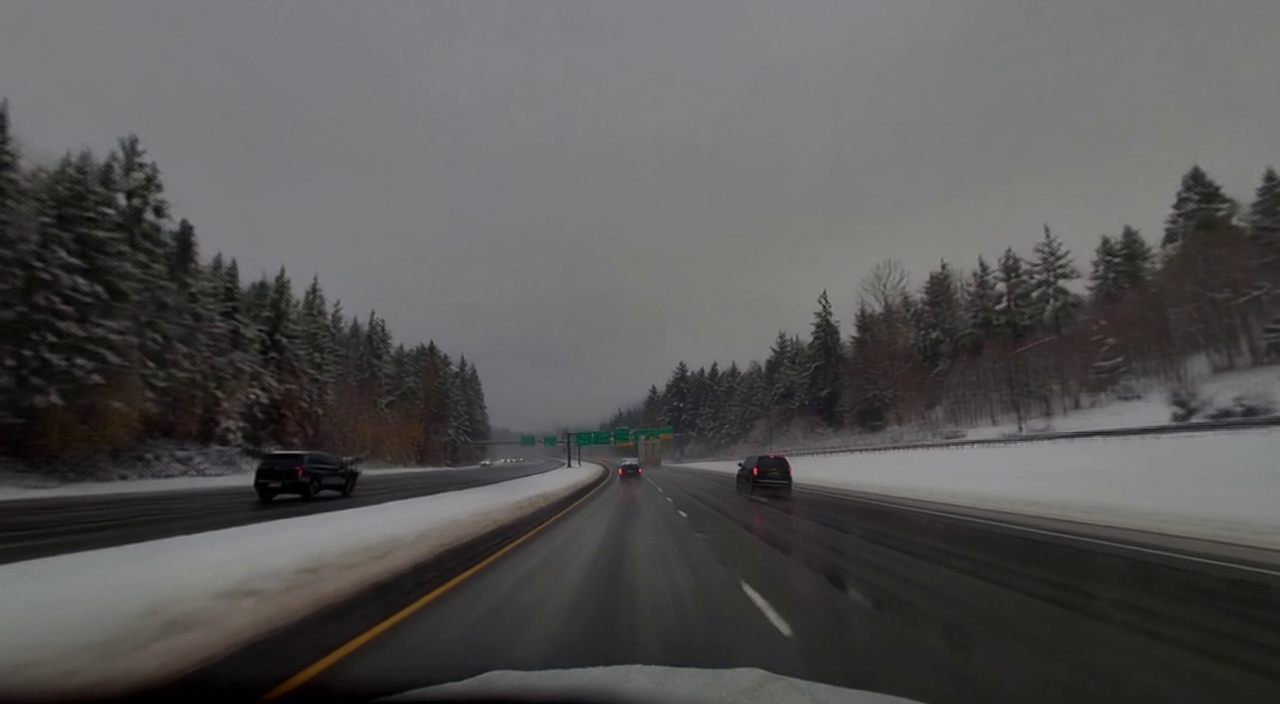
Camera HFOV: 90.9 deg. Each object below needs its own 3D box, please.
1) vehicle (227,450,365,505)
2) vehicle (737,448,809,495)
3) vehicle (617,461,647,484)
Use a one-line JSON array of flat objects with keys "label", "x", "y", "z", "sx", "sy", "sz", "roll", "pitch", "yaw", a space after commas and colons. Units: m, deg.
[{"label": "vehicle", "x": -11.538, "y": 4.274, "z": 21.635, "sx": 1.952, "sy": 1.618, "sz": 4.859, "roll": 1, "pitch": -10, "yaw": 0}, {"label": "vehicle", "x": 5.581, "y": 5.127, "z": 27.138, "sx": 1.998, "sy": 1.776, "sz": 4.663, "roll": 1, "pitch": -10, "yaw": -1}, {"label": "vehicle", "x": -0.610, "y": 8.461, "z": 44.218, "sx": 1.987, "sy": 1.467, "sz": 3.903, "roll": 1, "pitch": -10, "yaw": -2}]
